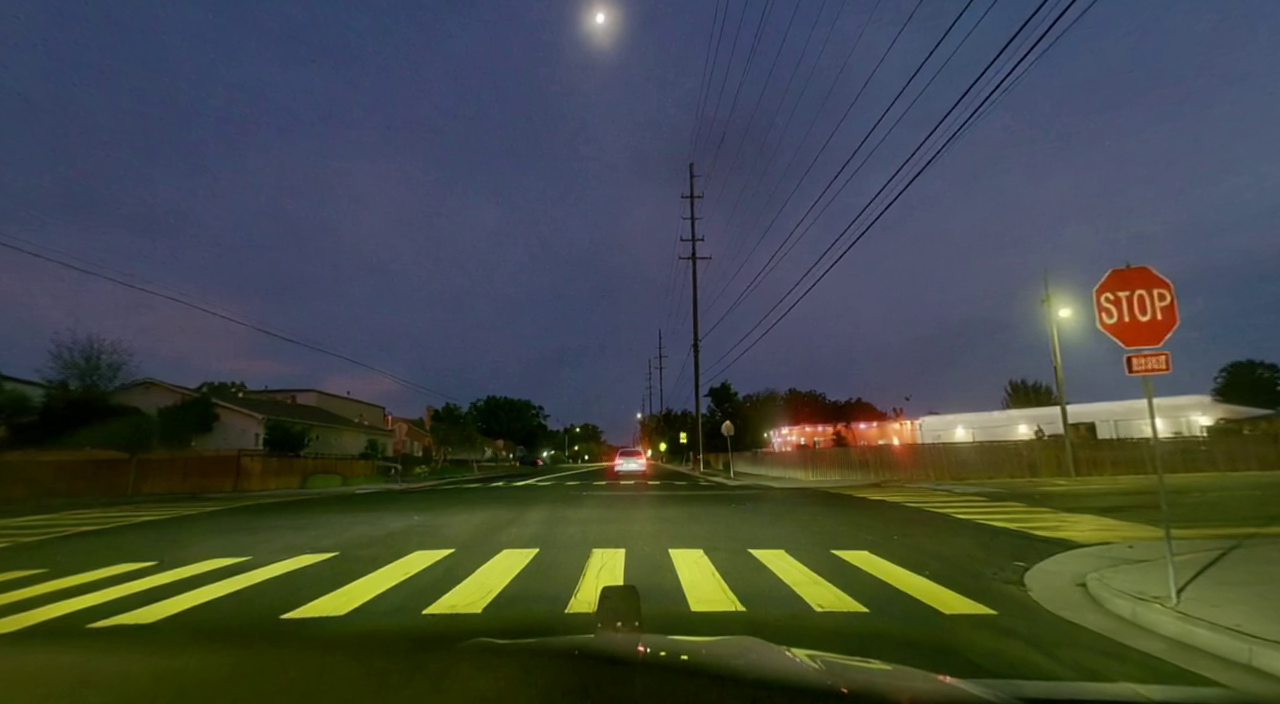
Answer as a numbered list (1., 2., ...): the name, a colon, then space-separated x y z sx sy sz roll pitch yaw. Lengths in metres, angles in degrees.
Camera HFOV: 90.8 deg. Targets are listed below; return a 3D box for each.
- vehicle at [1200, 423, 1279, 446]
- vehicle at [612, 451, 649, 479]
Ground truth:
1. vehicle: 44.578 6.056 46.282 2.251 1.596 5.193 -1 -8 0
2. vehicle: -0.492 6.630 37.287 2.064 1.477 3.968 0 -9 1
